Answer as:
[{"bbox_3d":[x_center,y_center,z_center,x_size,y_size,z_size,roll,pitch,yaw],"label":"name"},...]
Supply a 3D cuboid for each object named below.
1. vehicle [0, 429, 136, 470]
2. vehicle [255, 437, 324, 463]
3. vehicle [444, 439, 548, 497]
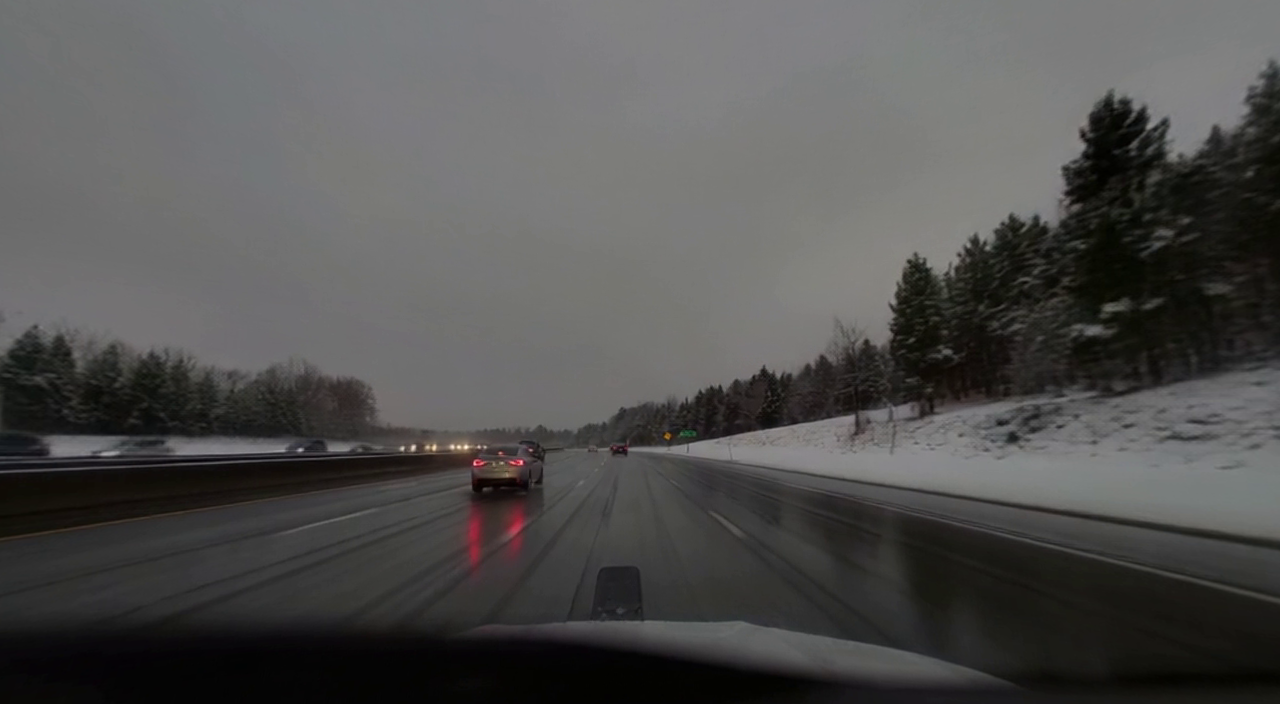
[{"bbox_3d":[-28.944,4.931,31.961,2.204,1.872,5.773,0,-9,-1],"label":"vehicle"},{"bbox_3d":[-25.820,7.235,46.807,2.077,1.770,5.488,0,-9,-1],"label":"vehicle"},{"bbox_3d":[-4.170,3.453,19.168,2.073,1.516,4.478,0,-9,0],"label":"vehicle"}]
